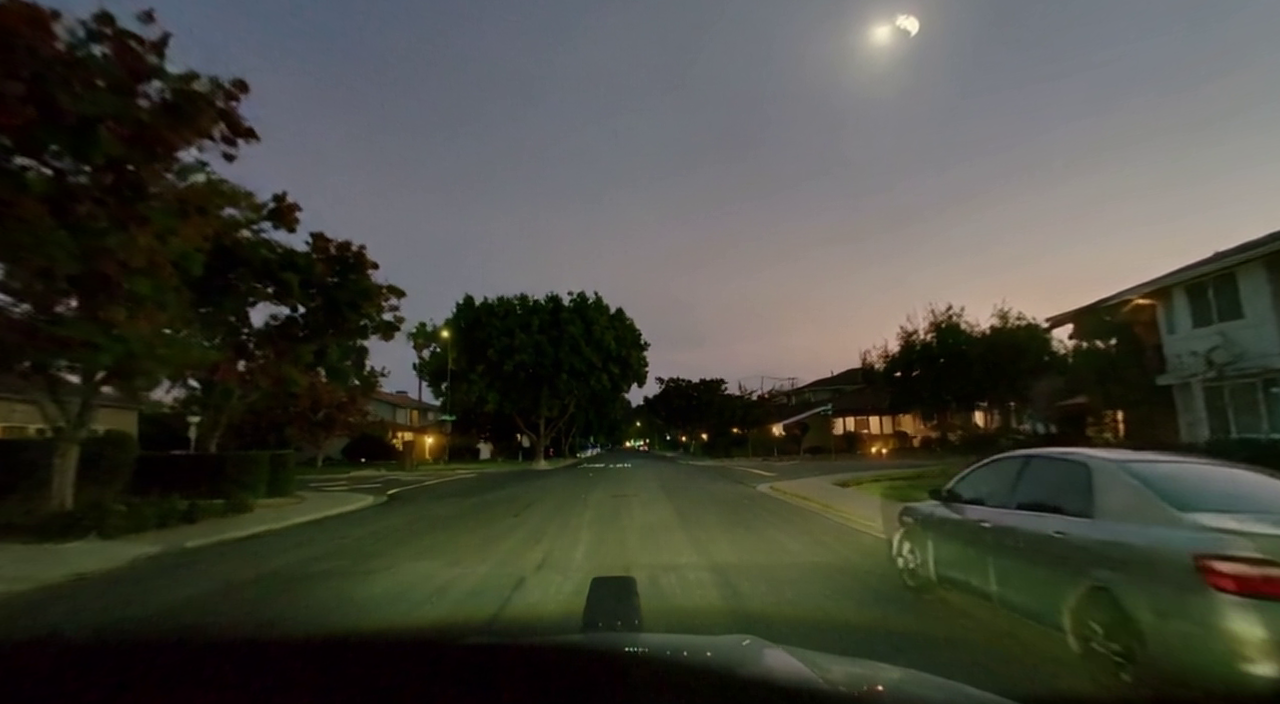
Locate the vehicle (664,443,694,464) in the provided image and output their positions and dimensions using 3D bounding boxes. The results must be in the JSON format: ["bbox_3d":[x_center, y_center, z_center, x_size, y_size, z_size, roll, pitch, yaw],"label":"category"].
[{"bbox_3d":[2.937,7.819,48.758,1.881,1.487,4.183,0,-8,-2],"label":"vehicle"}]

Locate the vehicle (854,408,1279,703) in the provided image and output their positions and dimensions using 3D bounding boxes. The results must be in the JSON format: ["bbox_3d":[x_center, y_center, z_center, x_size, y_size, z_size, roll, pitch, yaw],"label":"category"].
[{"bbox_3d":[3.255,1.230,4.231,1.986,1.476,4.306,0,-8,-2],"label":"vehicle"}]
